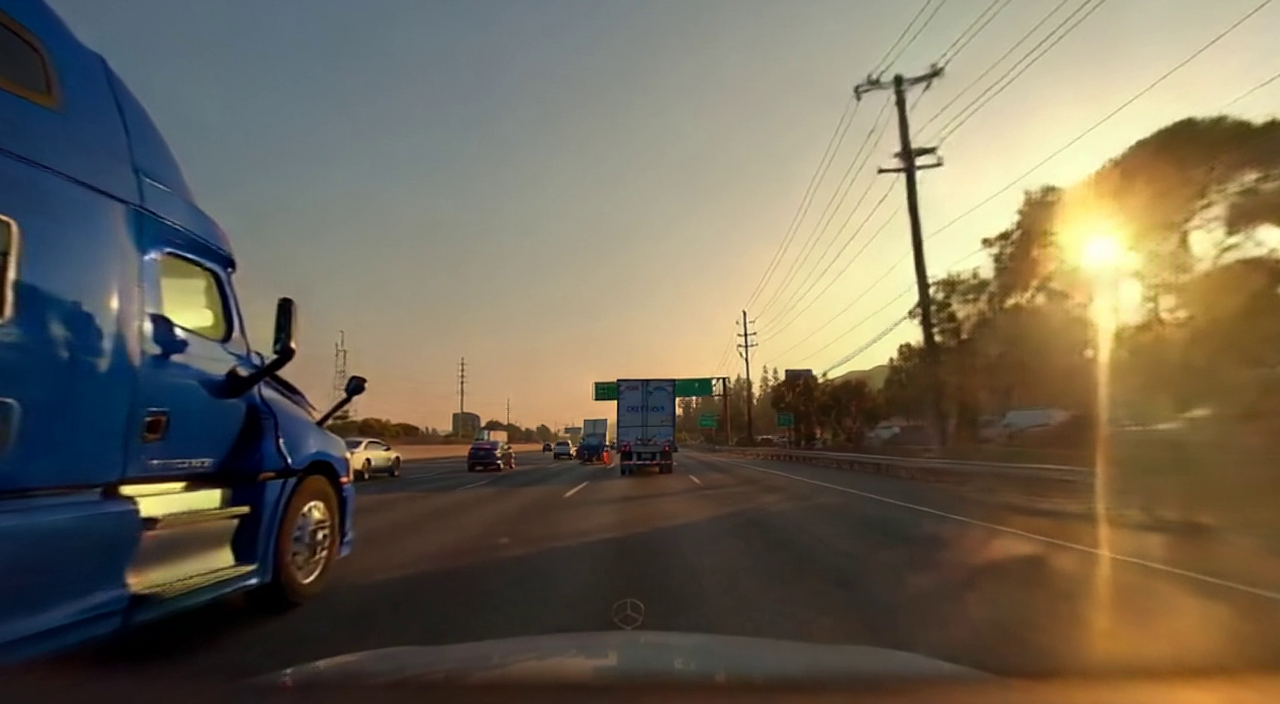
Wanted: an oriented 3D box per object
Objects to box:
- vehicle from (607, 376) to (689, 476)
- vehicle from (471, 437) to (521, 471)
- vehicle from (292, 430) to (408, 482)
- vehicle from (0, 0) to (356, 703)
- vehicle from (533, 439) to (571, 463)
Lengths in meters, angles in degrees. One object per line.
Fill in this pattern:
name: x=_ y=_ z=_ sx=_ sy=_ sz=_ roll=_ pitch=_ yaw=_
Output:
vehicle: x=0.250 y=3.396 z=27.631 sx=2.941 sy=3.604 sz=9.851 roll=0 pitch=-9 yaw=-1
vehicle: x=-6.994 y=4.994 z=30.926 sx=1.736 sy=1.580 sz=2.778 roll=0 pitch=-9 yaw=0
vehicle: x=-10.871 y=3.933 z=24.126 sx=2.046 sy=1.779 sz=4.752 roll=0 pitch=-9 yaw=1
vehicle: x=-4.077 y=-0.177 z=0.917 sx=3.061 sy=3.891 sz=8.658 roll=0 pitch=-9 yaw=1
vehicle: x=-5.692 y=6.450 z=41.115 sx=1.933 sy=1.459 sz=4.478 roll=0 pitch=-9 yaw=-1
